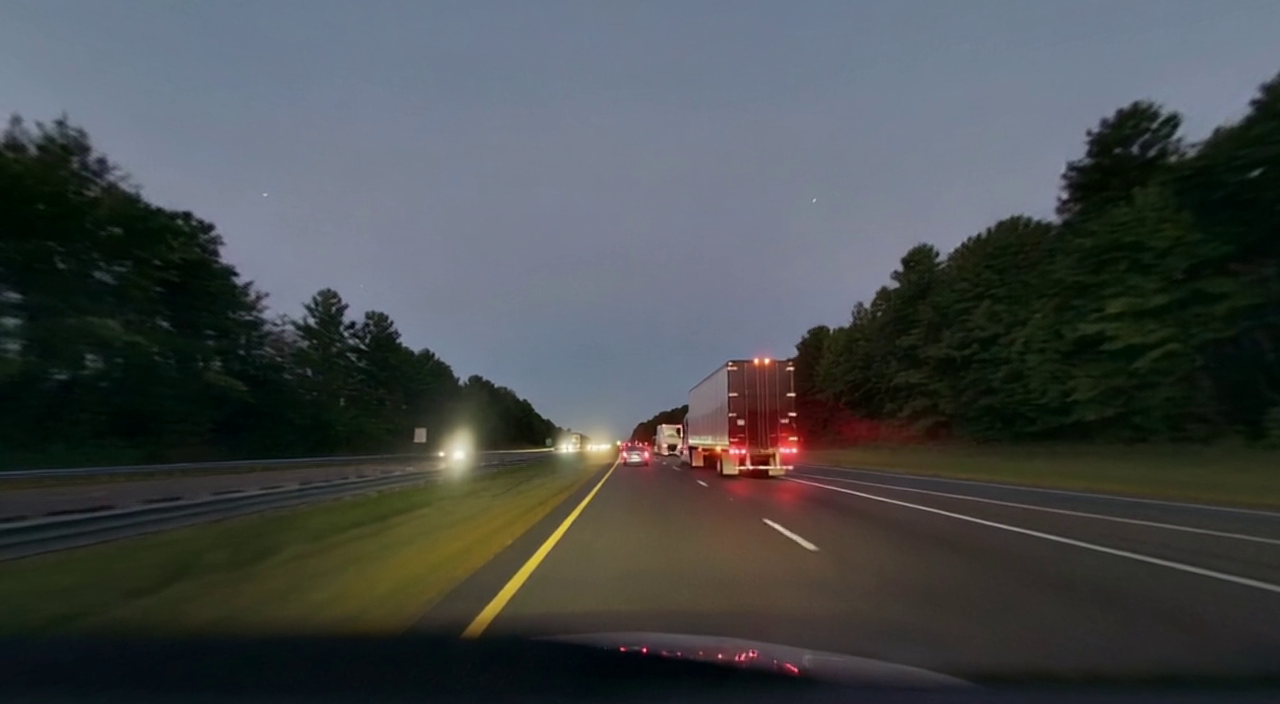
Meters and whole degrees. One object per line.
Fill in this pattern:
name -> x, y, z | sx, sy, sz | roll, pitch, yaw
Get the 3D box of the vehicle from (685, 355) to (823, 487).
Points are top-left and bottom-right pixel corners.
vehicle -> 4.019, 3.195, 26.759 | 2.883, 4.057, 14.579 | 0, -9, -1

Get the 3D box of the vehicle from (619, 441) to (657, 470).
vehicle -> -0.174, 5.866, 35.984 | 2.051, 1.513, 4.511 | 0, -9, -2
